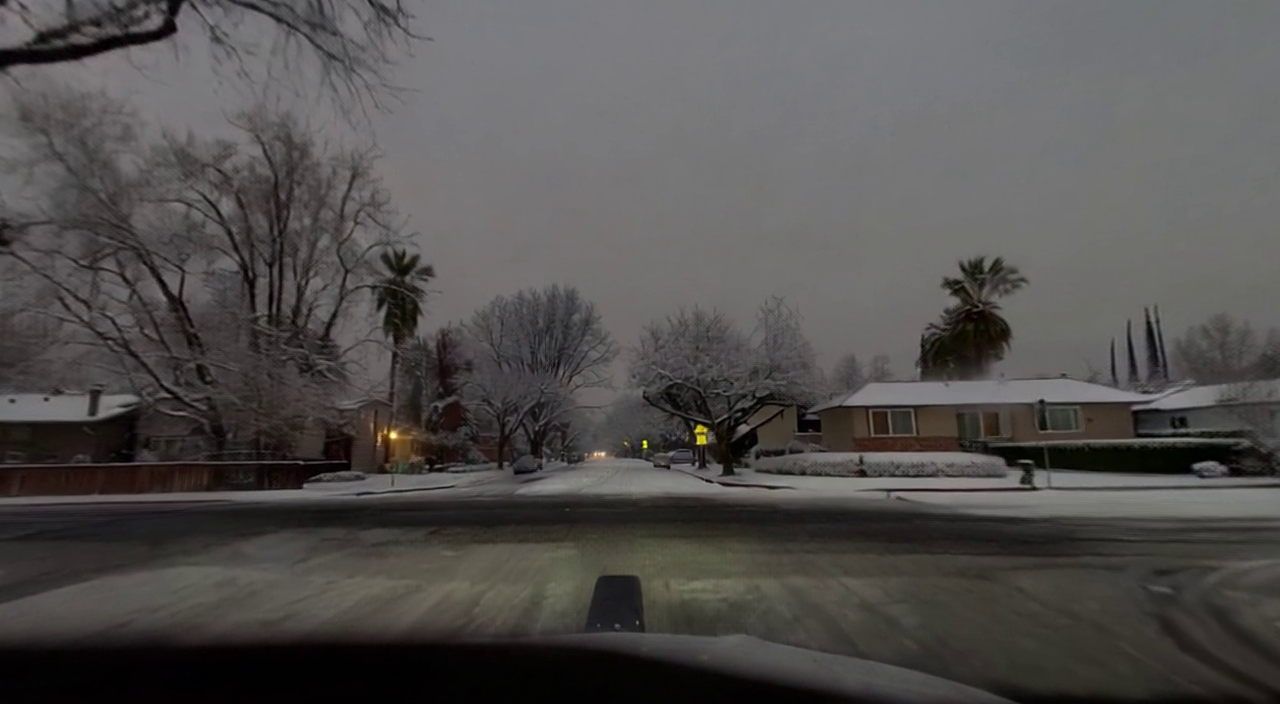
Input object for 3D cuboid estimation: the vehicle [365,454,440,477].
[{"bbox_3d":[-16.276,7.763,43.410,4.358,1.516,2.077,1,-9,-4],"label":"vehicle"}]
